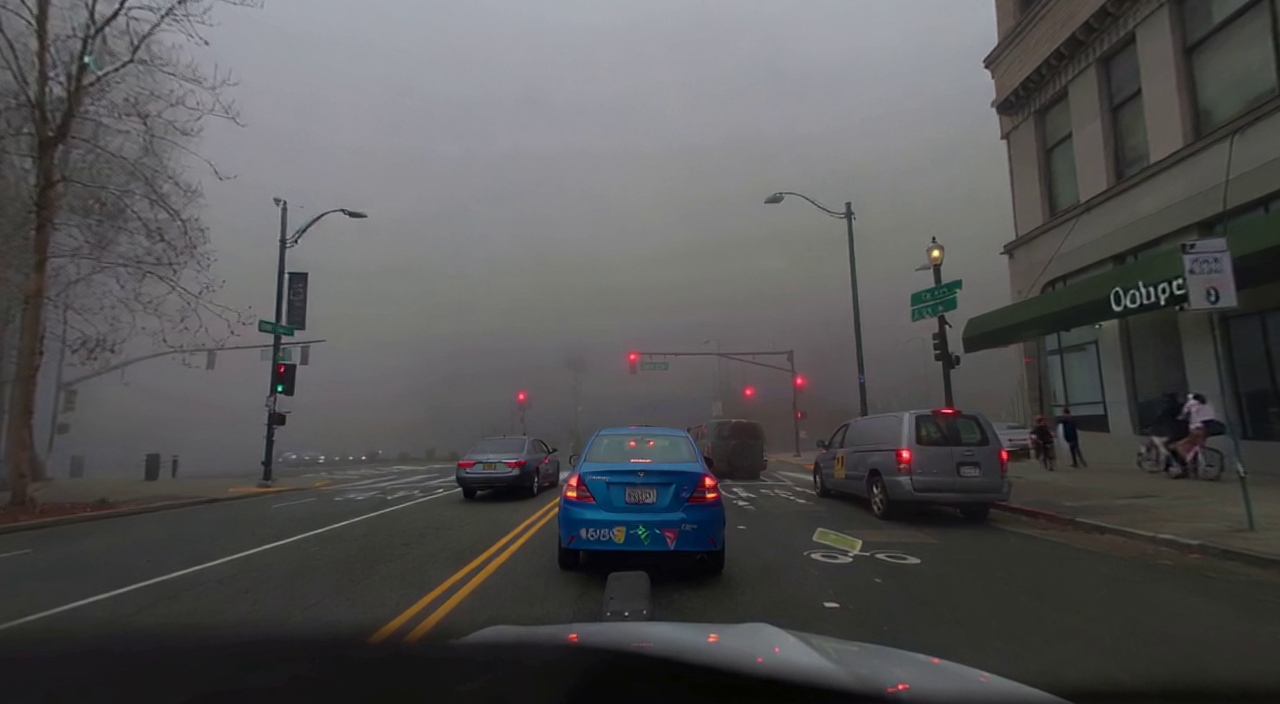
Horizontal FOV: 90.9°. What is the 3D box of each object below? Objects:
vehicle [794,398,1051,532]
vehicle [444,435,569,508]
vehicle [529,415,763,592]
[{"bbox_3d":[4.500,1.915,11.141,2.142,1.829,4.767,0,-9,-2],"label":"vehicle"},{"bbox_3d":[-2.975,2.787,15.172,2.039,1.452,4.489,0,-9,0],"label":"vehicle"},{"bbox_3d":[0.035,1.658,7.718,2.091,1.557,4.000,0,-9,0],"label":"vehicle"}]
